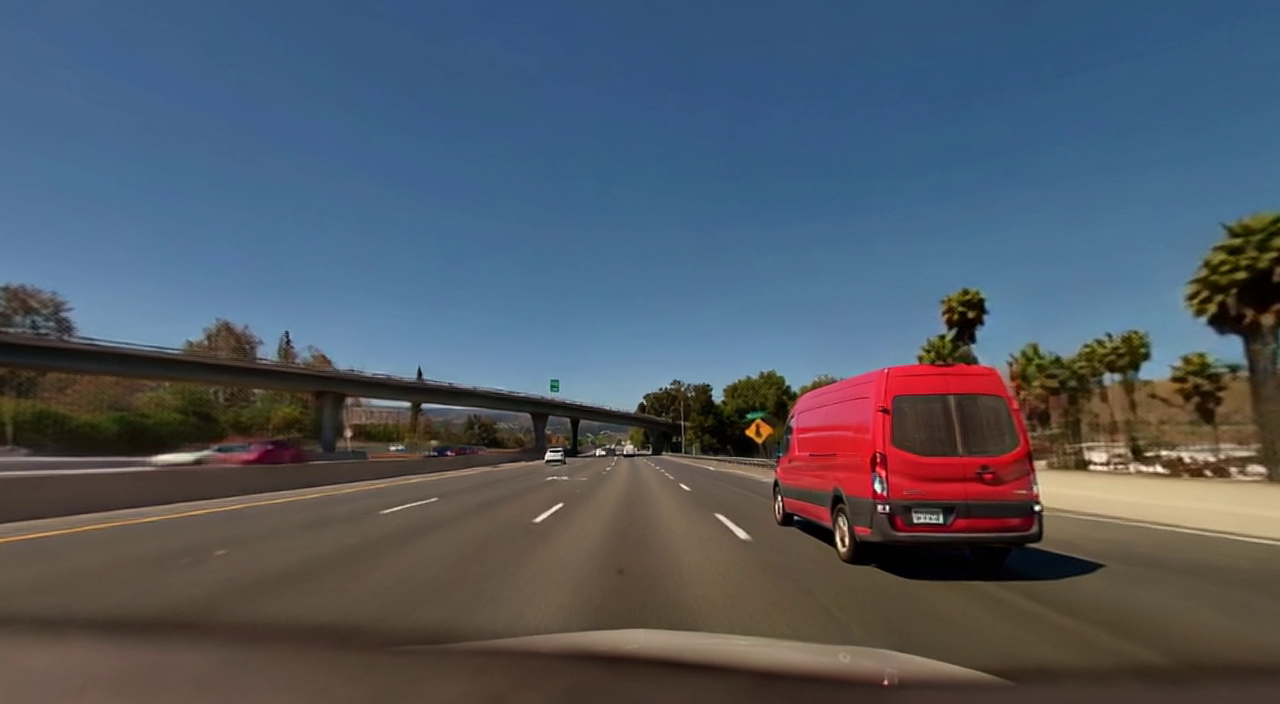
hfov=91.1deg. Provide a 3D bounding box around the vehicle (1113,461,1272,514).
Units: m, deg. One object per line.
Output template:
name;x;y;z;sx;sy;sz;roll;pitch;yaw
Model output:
vehicle;21.317;5.203;24.586;2.294;1.737;4.708;-1;-9;7

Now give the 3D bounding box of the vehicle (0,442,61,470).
vehicle;-33.759;5.501;33.299;1.807;1.451;4.798;1;-9;-5

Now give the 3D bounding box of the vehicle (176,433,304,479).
vehicle;-16.454;4.322;26.213;2.102;1.727;4.927;0;-9;0
